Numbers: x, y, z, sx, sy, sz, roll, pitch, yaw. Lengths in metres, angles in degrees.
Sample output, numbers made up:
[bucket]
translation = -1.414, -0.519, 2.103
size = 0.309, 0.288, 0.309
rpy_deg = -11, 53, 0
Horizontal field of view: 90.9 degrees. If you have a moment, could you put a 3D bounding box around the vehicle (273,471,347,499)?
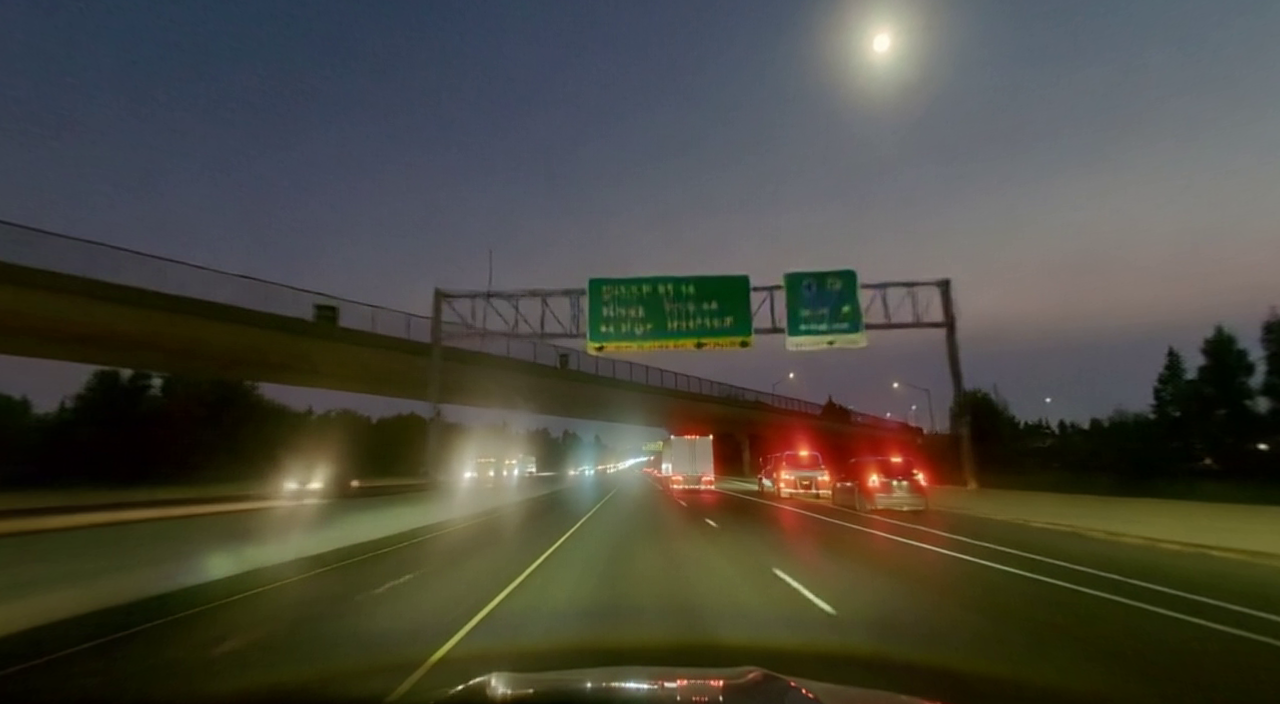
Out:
[vehicle]
translation = -19.674, 7.948, 37.758
size = 2.050, 1.508, 4.321
rpy_deg = 1, -10, 0
